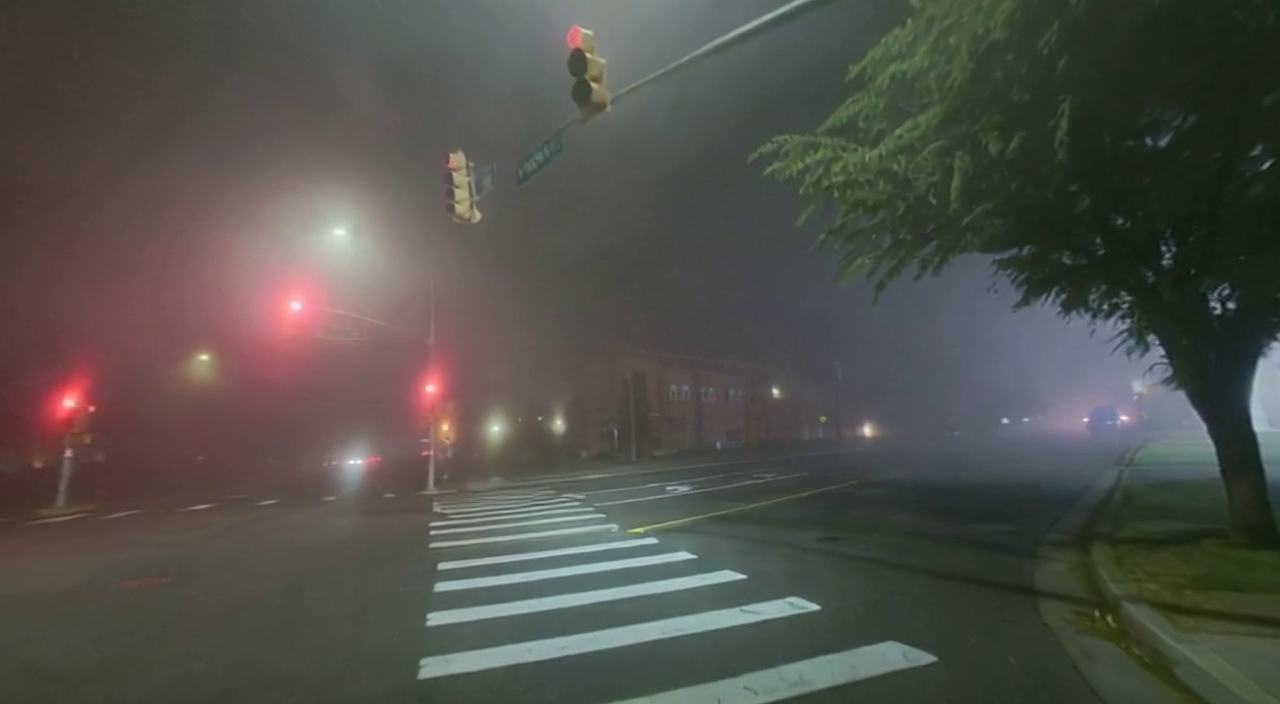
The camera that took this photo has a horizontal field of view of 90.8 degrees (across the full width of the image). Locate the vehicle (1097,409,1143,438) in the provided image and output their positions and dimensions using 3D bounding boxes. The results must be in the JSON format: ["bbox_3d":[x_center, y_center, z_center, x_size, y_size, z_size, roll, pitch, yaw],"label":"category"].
[{"bbox_3d":[34.771,5.266,45.727,2.194,1.896,5.049,-8,-11,40],"label":"vehicle"}]
